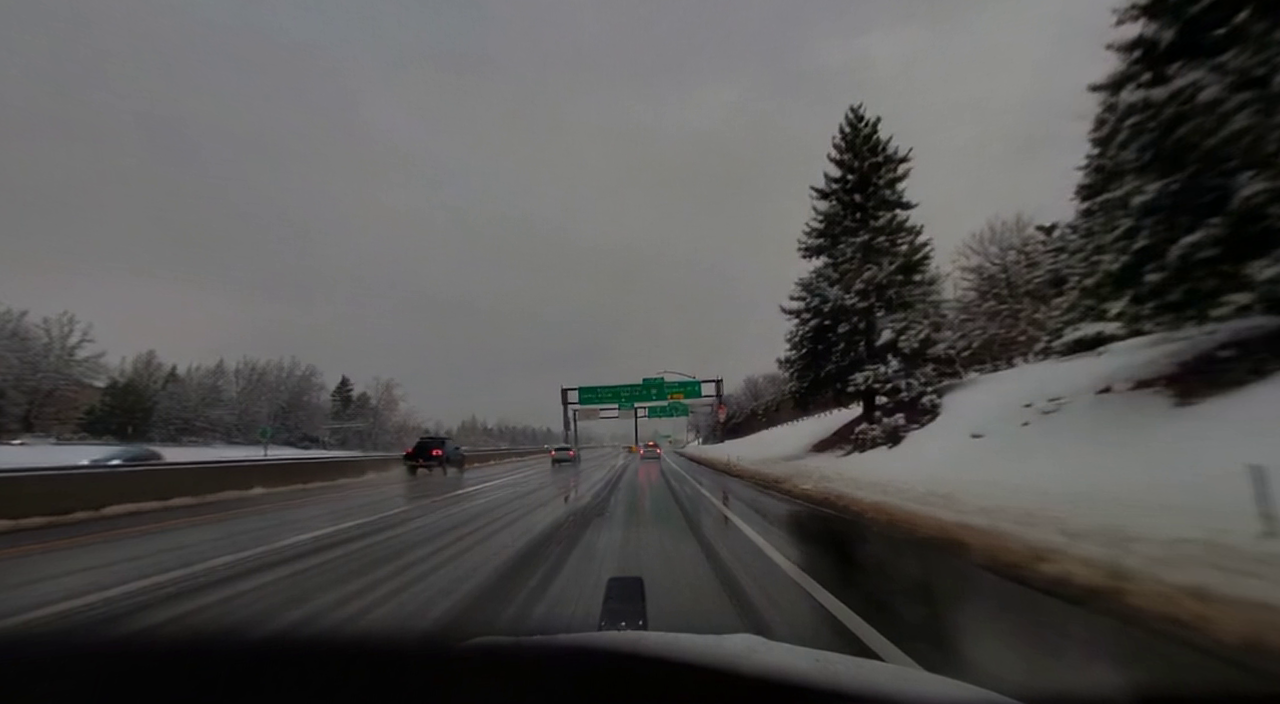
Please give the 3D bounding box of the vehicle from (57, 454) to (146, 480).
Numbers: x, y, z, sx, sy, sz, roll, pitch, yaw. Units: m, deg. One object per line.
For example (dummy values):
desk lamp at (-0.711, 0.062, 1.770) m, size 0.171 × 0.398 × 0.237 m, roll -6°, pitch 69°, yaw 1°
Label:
vehicle at (-35.518, 7.578, 41.777) m, size 1.982 × 1.507 × 4.757 m, roll 0°, pitch -8°, yaw -4°

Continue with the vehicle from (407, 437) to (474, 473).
vehicle at (-11.033, 5.712, 35.221) m, size 2.246 × 1.812 × 4.740 m, roll -1°, pitch -8°, yaw -1°

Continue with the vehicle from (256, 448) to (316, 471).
vehicle at (-25.948, 7.866, 46.392) m, size 2.003 × 1.506 × 4.340 m, roll -1°, pitch -8°, yaw -2°

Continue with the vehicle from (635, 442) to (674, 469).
vehicle at (0.837, 6.054, 37.080) m, size 2.137 × 1.461 × 3.999 m, roll -1°, pitch -8°, yaw 1°
